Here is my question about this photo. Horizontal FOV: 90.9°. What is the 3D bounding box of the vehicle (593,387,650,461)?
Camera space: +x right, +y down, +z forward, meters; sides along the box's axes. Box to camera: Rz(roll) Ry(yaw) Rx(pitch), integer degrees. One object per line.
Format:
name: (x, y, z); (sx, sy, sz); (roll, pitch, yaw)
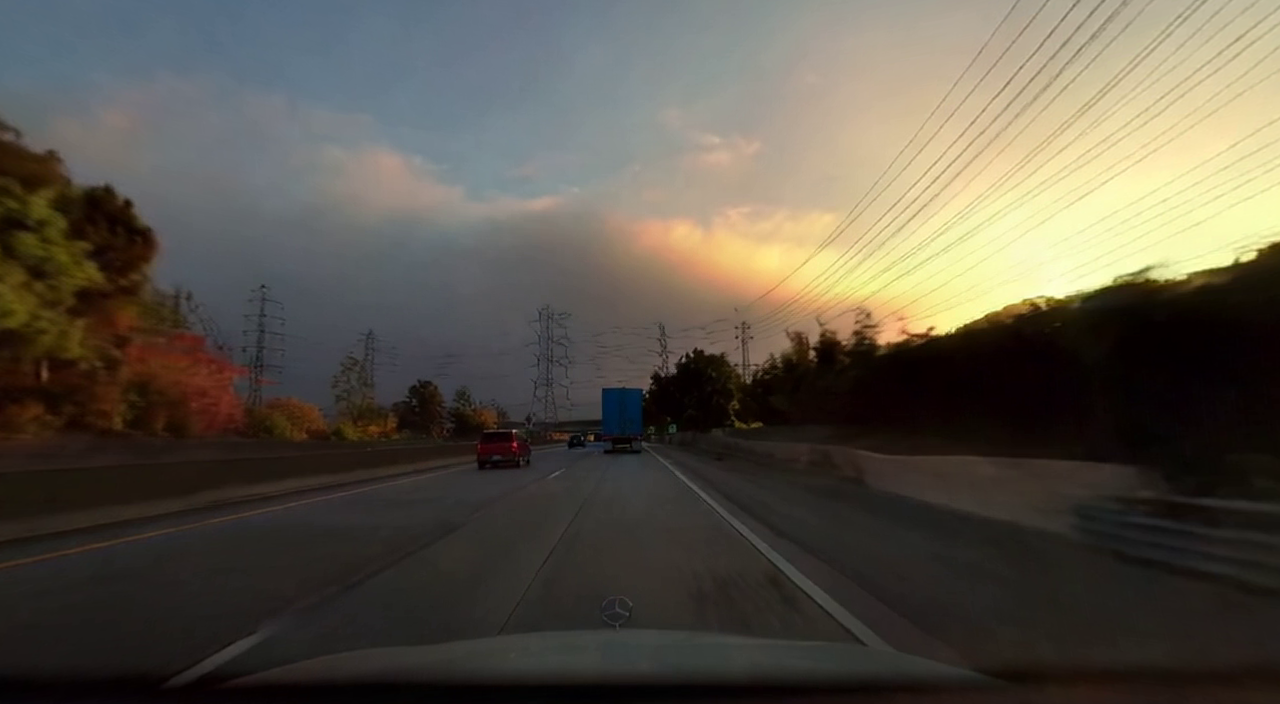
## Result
vehicle: (-1.105, 4.428, 37.988); (2.955, 3.851, 9.915); (0, -8, -2)

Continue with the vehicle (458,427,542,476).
vehicle: (-5.047, 3.646, 23.394); (2.117, 1.618, 4.480); (0, -8, 0)
